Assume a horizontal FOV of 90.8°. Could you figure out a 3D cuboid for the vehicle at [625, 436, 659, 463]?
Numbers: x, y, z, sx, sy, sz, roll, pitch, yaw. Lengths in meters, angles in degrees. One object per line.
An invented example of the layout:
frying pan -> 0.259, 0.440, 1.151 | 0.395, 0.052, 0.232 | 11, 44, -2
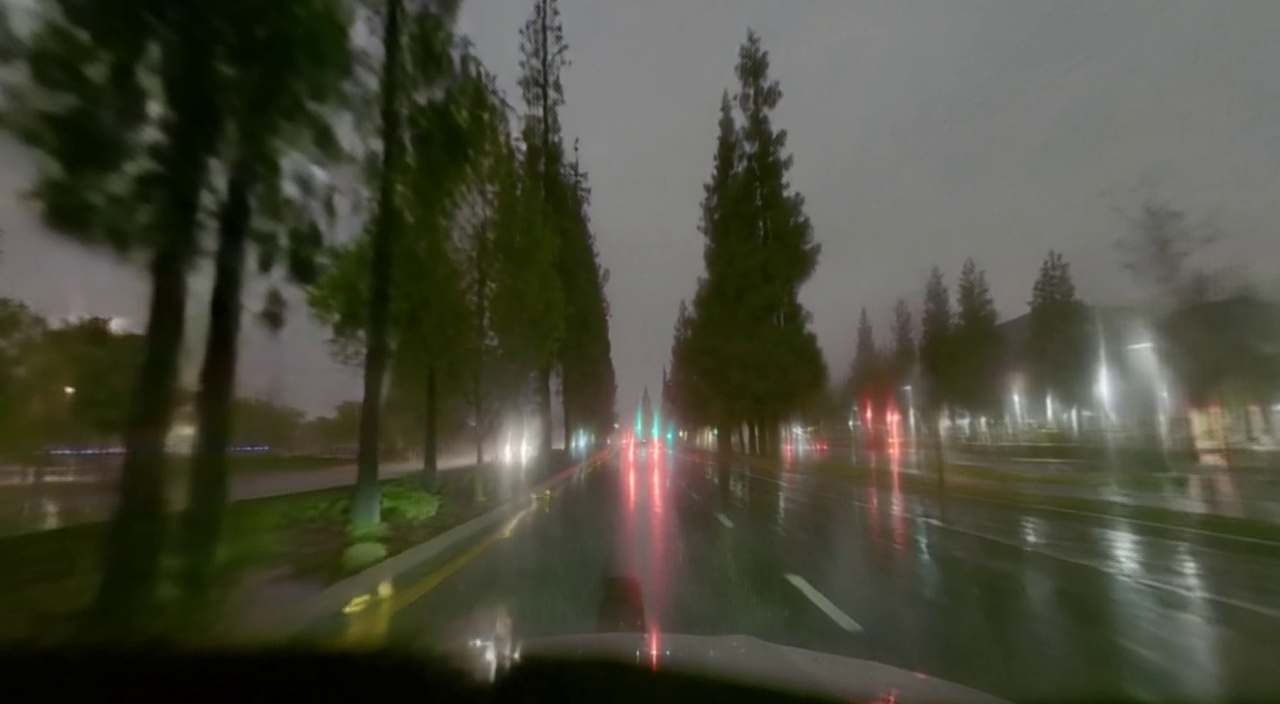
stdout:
vehicle -> 0.092, 6.116, 39.573 | 2.048, 1.584, 4.393 | 0, -8, -1
